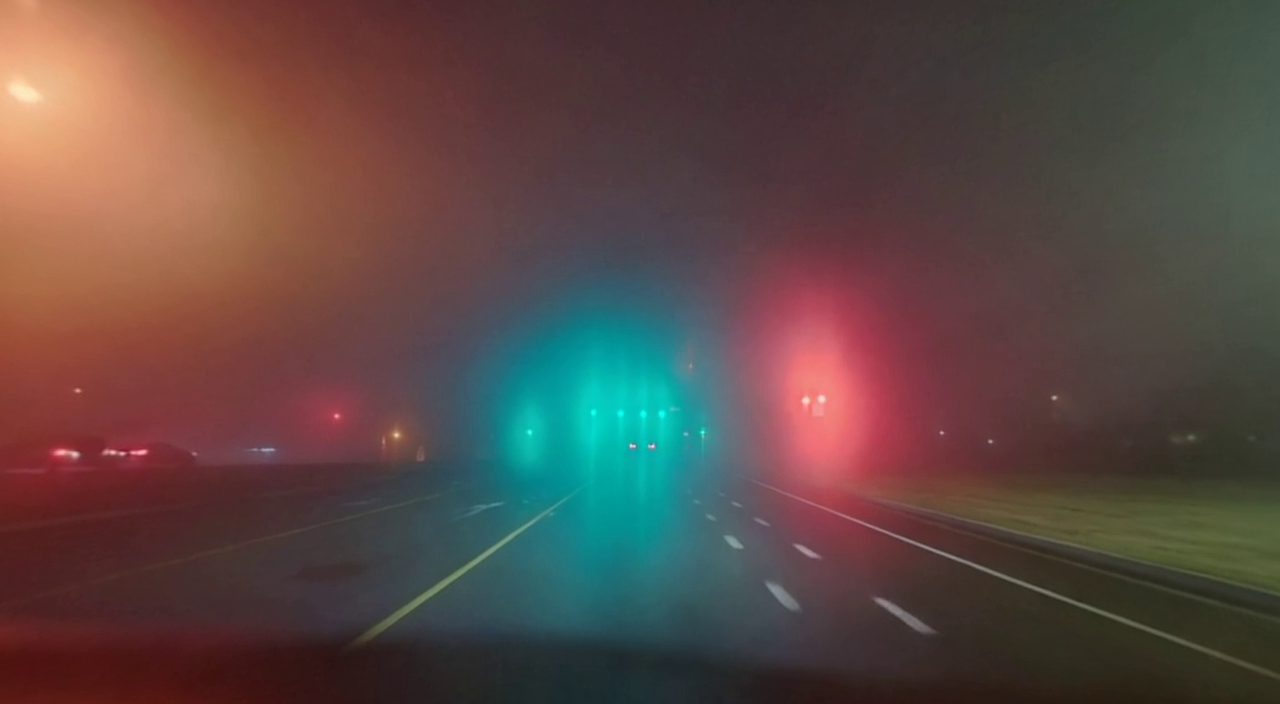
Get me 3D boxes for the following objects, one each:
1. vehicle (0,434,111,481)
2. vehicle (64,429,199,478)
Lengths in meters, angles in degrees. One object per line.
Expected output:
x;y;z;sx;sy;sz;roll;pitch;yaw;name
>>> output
-37.908;6.607;39.576;7.051;2.835;2.287;0;-9;-2;vehicle
-38.489;7.686;47.920;7.489;3.516;2.773;0;-9;-4;vehicle
